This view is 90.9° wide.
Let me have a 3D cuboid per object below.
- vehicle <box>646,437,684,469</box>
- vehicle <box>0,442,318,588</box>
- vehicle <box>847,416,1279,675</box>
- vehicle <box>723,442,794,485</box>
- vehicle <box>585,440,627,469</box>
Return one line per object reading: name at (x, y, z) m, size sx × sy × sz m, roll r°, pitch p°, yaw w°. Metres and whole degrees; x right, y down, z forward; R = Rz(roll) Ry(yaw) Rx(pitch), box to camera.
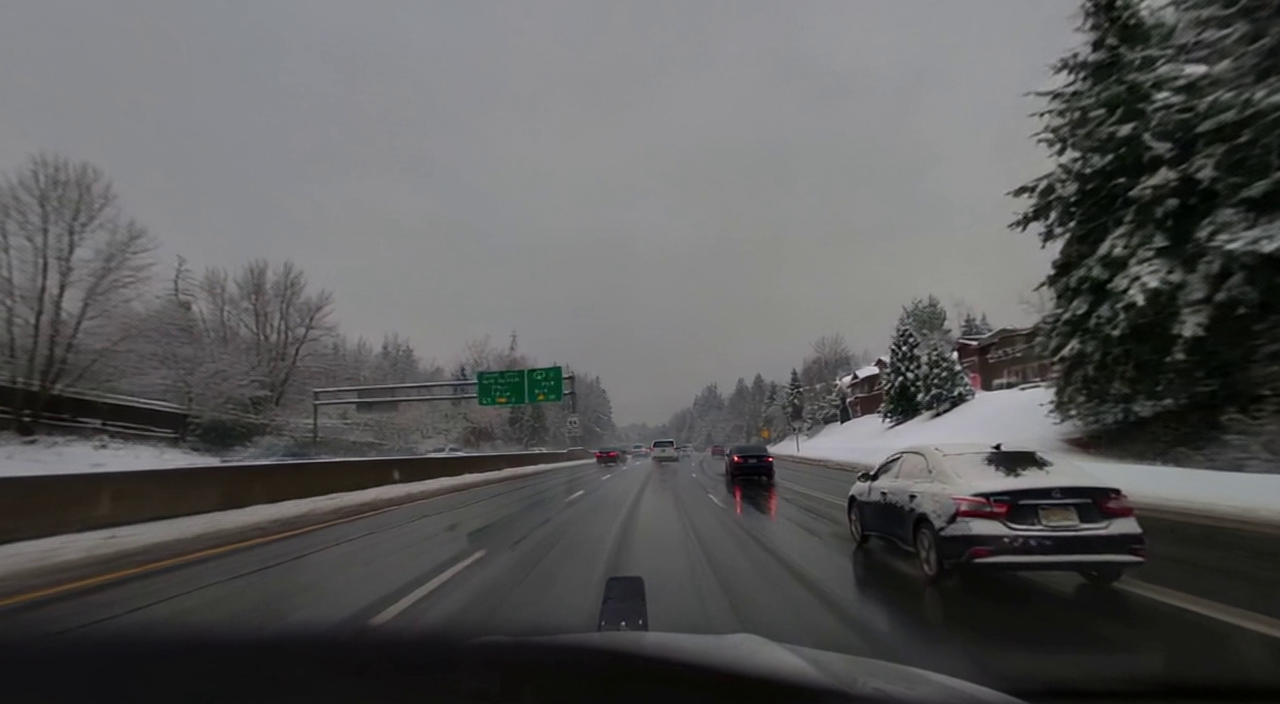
vehicle at (1.531, 6.108, 38.278) m, size 2.183 × 1.764 × 4.134 m, roll -1°, pitch -8°, yaw 3°
vehicle at (-6.785, 2.038, 8.882) m, size 2.050 × 1.507 × 4.375 m, roll 0°, pitch -8°, yaw 2°
vehicle at (3.607, 1.455, 5.922) m, size 1.912 × 1.509 × 4.291 m, roll 0°, pitch -8°, yaw 1°
vehicle at (4.251, 4.043, 23.199) m, size 1.854 × 1.438 × 3.954 m, roll 0°, pitch -8°, yaw 1°
vehicle at (-2.164, 6.667, 41.120) m, size 2.070 × 1.740 × 4.678 m, roll -1°, pitch -8°, yaw 5°
